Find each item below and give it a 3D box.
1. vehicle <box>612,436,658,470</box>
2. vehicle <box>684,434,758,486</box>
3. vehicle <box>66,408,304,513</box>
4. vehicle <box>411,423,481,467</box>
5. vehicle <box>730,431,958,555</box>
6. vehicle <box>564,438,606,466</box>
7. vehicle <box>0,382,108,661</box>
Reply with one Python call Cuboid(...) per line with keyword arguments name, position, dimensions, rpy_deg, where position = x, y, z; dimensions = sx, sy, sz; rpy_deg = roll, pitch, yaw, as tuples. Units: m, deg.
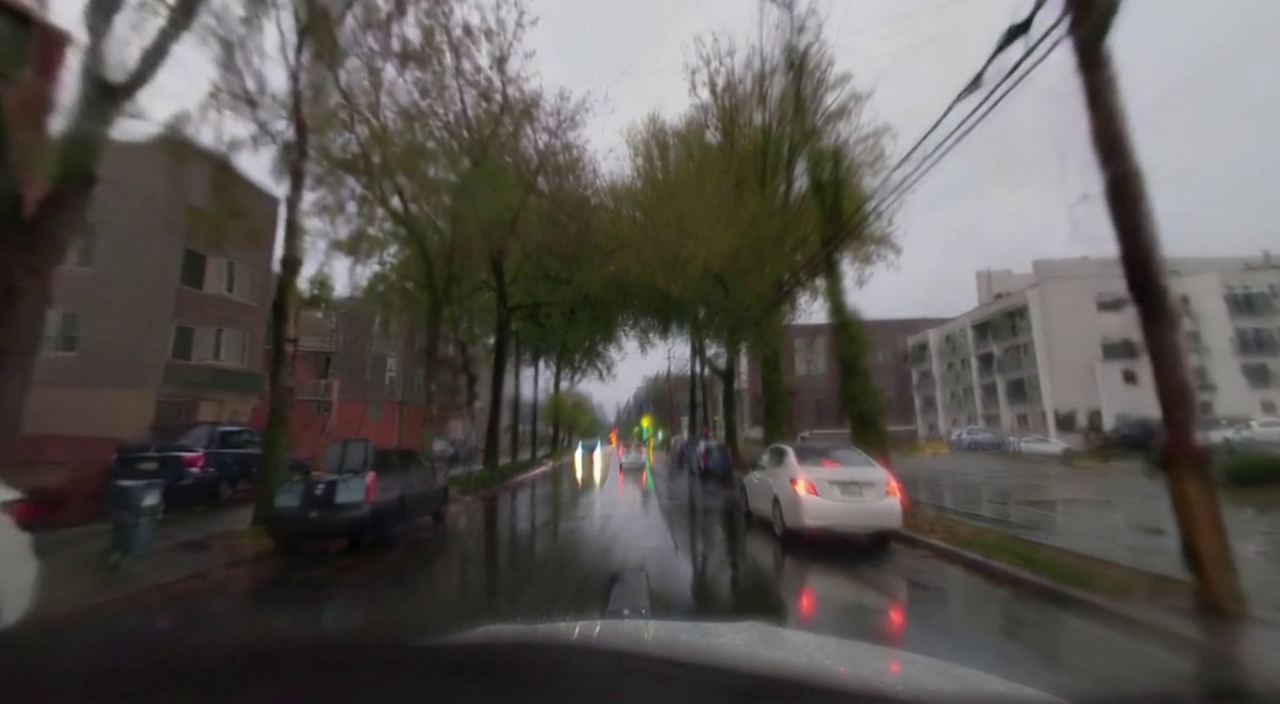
Cuboid(name="vehicle", position=(-0.268, 4.841, 30.327), dimensions=(2.095, 1.510, 3.605), rpy_deg=(0, -8, -1))
Cuboid(name="vehicle", position=(2.602, 3.589, 21.204), dimensions=(1.861, 1.558, 3.823), rpy_deg=(1, -8, -2))
Cuboid(name="vehicle", position=(-8.701, 2.001, 12.573), dimensions=(1.845, 1.687, 4.009), rpy_deg=(0, -4, -2))
Cuboid(name="vehicle", position=(-8.902, 4.255, 29.320), dimensions=(2.010, 1.747, 4.266), rpy_deg=(0, -5, -1))
Cuboid(name="vehicle", position=(2.836, 2.057, 9.959), dimensions=(2.086, 1.498, 4.280), rpy_deg=(1, -8, -1))
Cuboid(name="vehicle", position=(-3.002, 5.602, 35.452), dimensions=(1.955, 1.463, 4.323), rpy_deg=(0, -8, 0))
Cuboid(name="vehicle", position=(-4.540, 0.863, 2.374), dimensions=(1.911, 1.573, 3.637), rpy_deg=(2, -4, -1))
